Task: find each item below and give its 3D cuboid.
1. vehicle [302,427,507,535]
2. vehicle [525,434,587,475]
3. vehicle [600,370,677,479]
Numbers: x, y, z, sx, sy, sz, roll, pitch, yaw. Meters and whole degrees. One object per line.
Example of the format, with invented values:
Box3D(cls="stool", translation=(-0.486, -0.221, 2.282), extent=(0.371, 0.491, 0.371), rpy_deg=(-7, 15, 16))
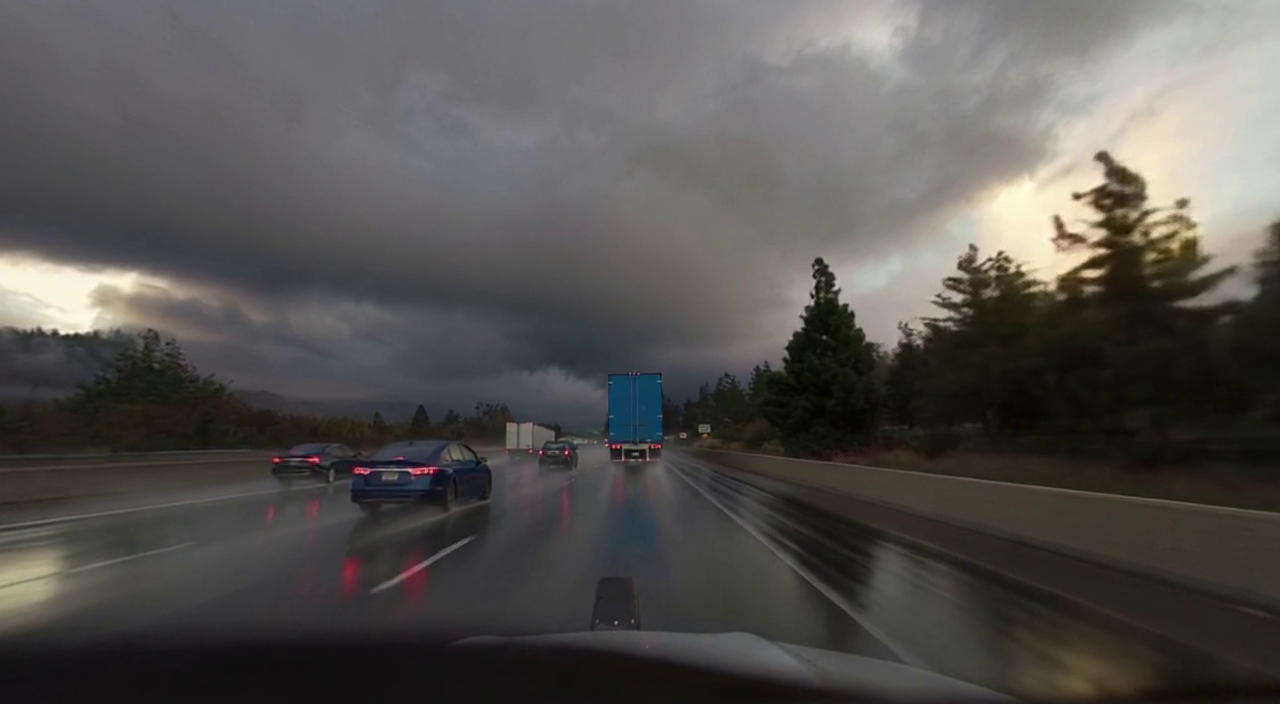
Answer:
Box3D(cls="vehicle", translation=(-3.962, 2.226, 11.480), extent=(2.164, 1.582, 3.979), rpy_deg=(0, -8, 0))
Box3D(cls="vehicle", translation=(-3.653, 4.548, 28.137), extent=(2.158, 1.680, 4.087), rpy_deg=(0, -8, 0))
Box3D(cls="vehicle", translation=(-0.219, 3.499, 29.359), extent=(2.913, 4.113, 10.724), rpy_deg=(0, -8, -2))
